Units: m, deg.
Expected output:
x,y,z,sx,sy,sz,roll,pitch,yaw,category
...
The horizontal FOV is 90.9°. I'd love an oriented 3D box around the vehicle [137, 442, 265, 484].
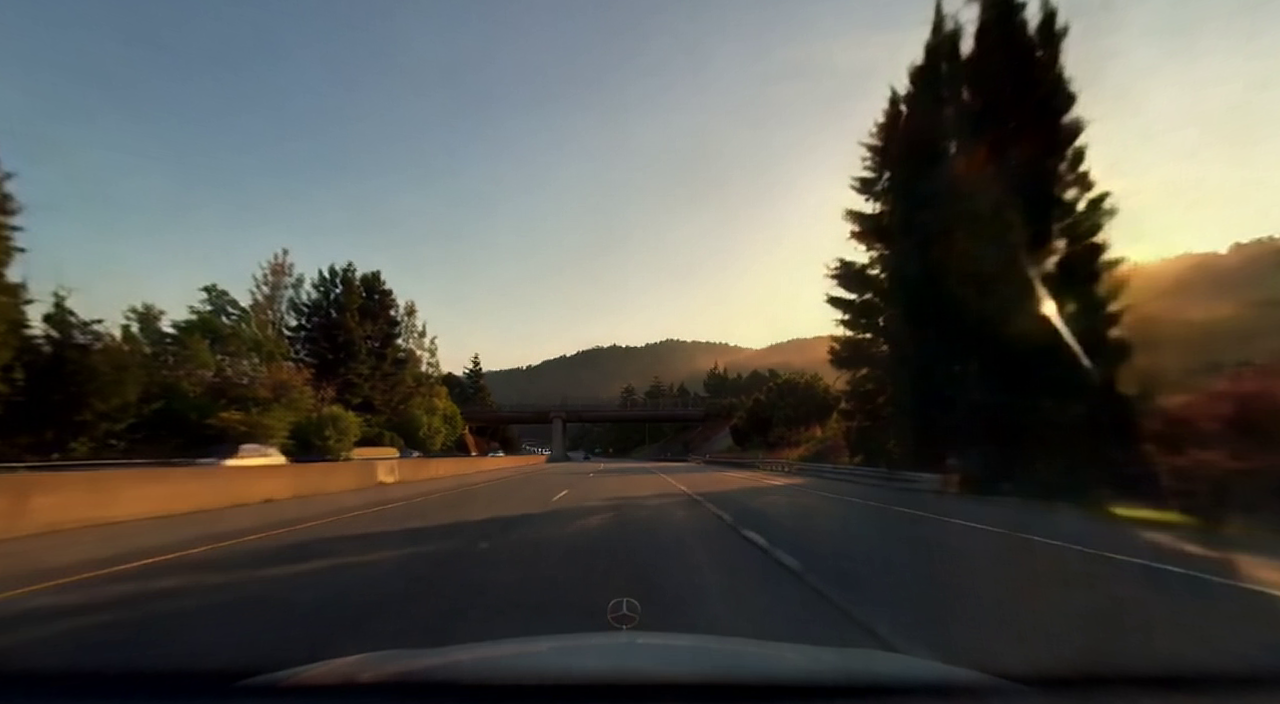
x,y,z,sx,sy,sz,roll,pitch,yaw,category
-17.597,4.470,25.595,1.954,1.534,4.568,0,-9,-1,vehicle
